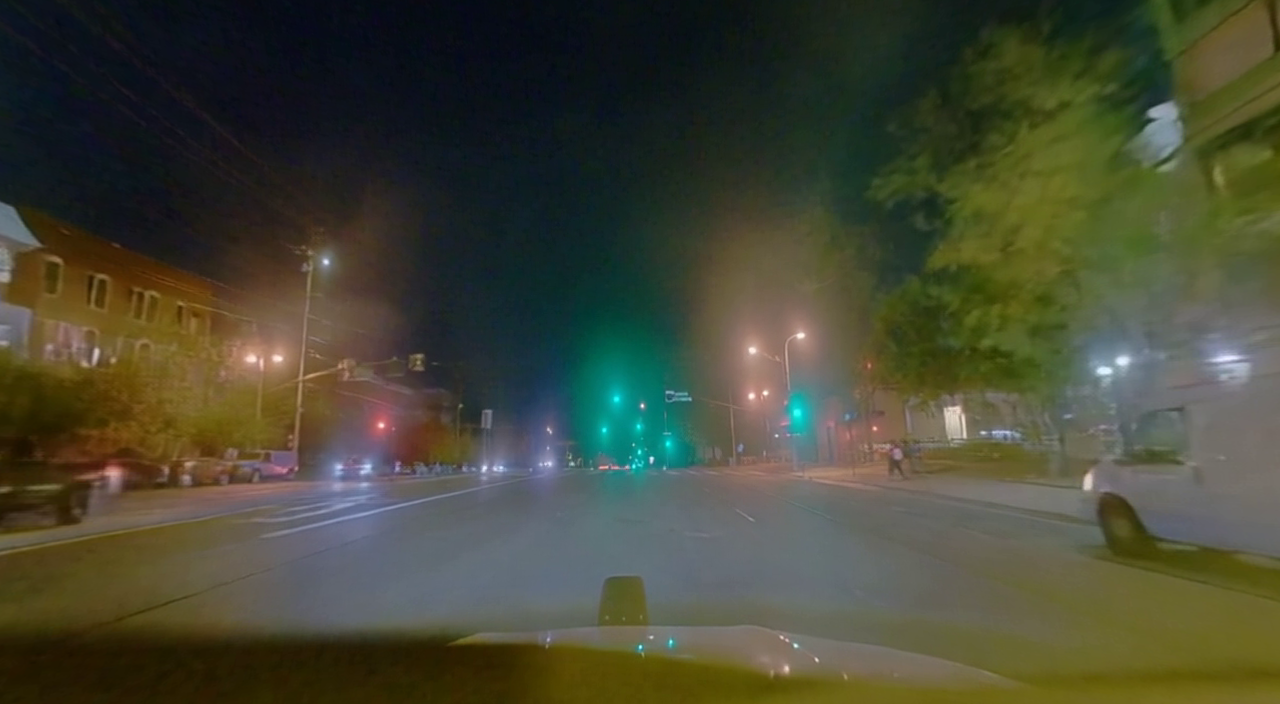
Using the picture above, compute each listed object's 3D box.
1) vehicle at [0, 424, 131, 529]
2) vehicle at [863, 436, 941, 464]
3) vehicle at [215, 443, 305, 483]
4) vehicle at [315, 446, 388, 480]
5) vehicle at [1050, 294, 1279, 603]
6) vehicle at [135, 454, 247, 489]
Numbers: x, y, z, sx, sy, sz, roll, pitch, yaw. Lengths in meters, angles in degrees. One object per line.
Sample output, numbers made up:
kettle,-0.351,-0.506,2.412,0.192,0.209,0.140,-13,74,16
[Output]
vehicle,-12.226,2.185,11.104,2.419,1.787,4.859,0,-8,0
vehicle,17.538,6.594,42.438,4.329,1.502,2.122,-3,-4,6
vehicle,-22.479,6.626,37.605,2.073,2.101,5.177,-4,-10,1
vehicle,-15.741,6.054,34.664,1.945,1.737,4.358,0,-8,0
vehicle,6.966,0.798,5.228,2.391,2.750,6.853,0,-8,-1
vehicle,-22.640,6.003,32.112,1.838,1.526,5.104,-1,-8,2
